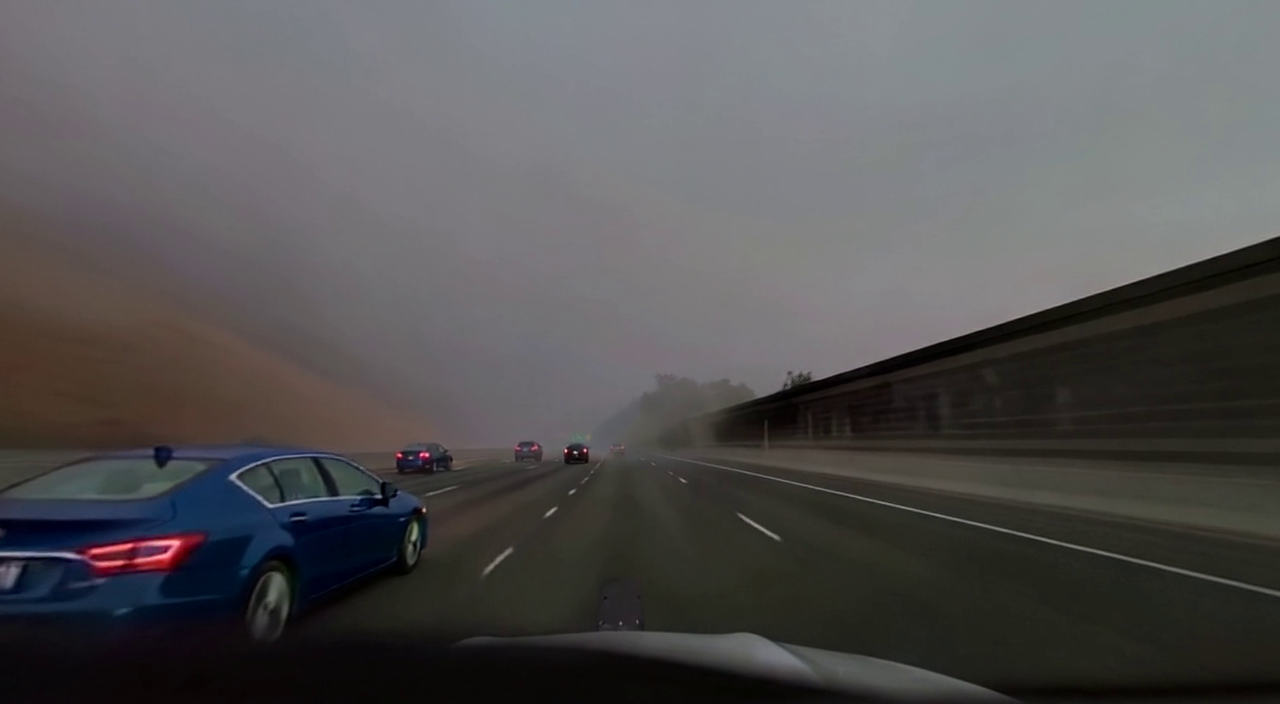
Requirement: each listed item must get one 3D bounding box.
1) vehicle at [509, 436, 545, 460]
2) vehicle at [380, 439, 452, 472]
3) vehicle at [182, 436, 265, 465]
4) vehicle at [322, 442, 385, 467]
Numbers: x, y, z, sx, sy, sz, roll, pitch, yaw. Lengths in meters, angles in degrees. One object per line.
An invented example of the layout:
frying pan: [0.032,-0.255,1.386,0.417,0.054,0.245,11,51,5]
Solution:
vehicle: [-8.782,7.516,49.460,2.074,1.768,4.805,0,-9,-2]
vehicle: [-11.042,5.121,31.518,1.949,1.475,4.740,0,-9,-1]
vehicle: [-27.957,6.619,42.666,2.025,1.781,5.372,0,-9,-2]
vehicle: [-17.375,6.232,38.529,2.090,1.422,3.952,0,-9,-1]
